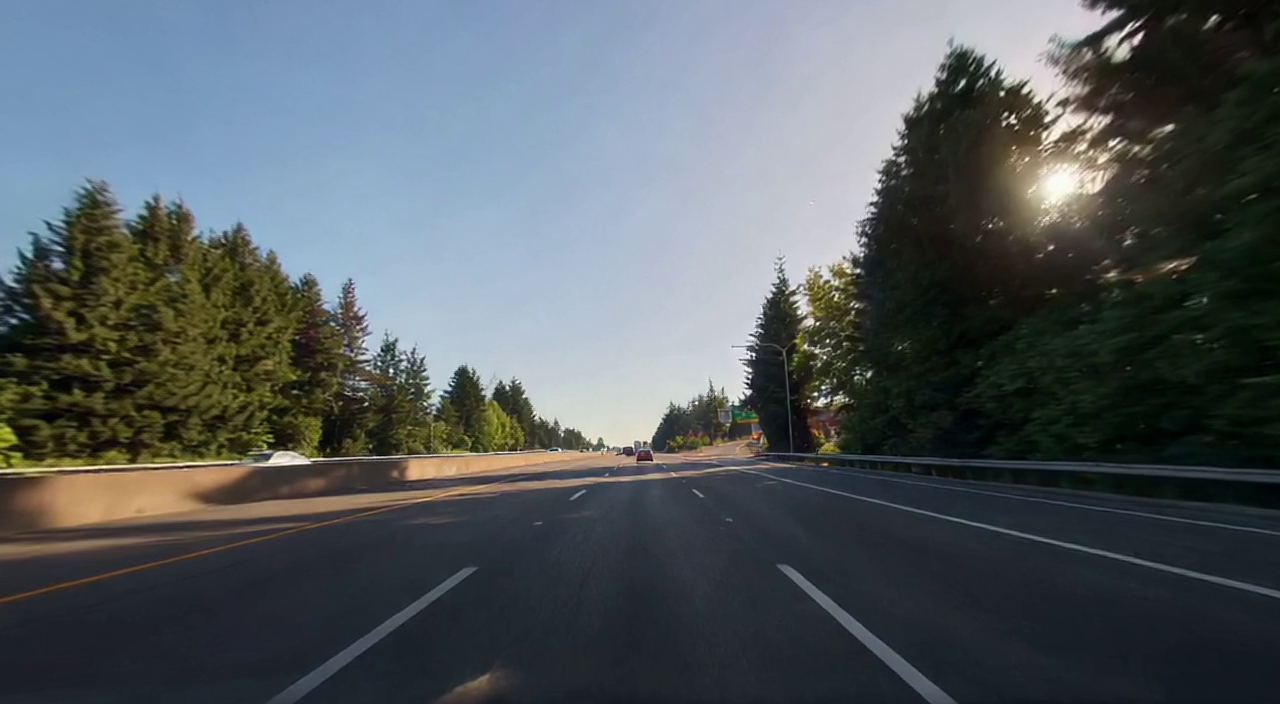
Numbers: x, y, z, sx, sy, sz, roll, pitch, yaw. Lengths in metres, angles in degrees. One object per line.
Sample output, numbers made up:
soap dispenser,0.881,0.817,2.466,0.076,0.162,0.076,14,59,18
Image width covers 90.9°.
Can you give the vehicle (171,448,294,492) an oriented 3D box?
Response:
vehicle,-15.977,4.632,25.063,1.938,1.572,4.370,0,-9,0
